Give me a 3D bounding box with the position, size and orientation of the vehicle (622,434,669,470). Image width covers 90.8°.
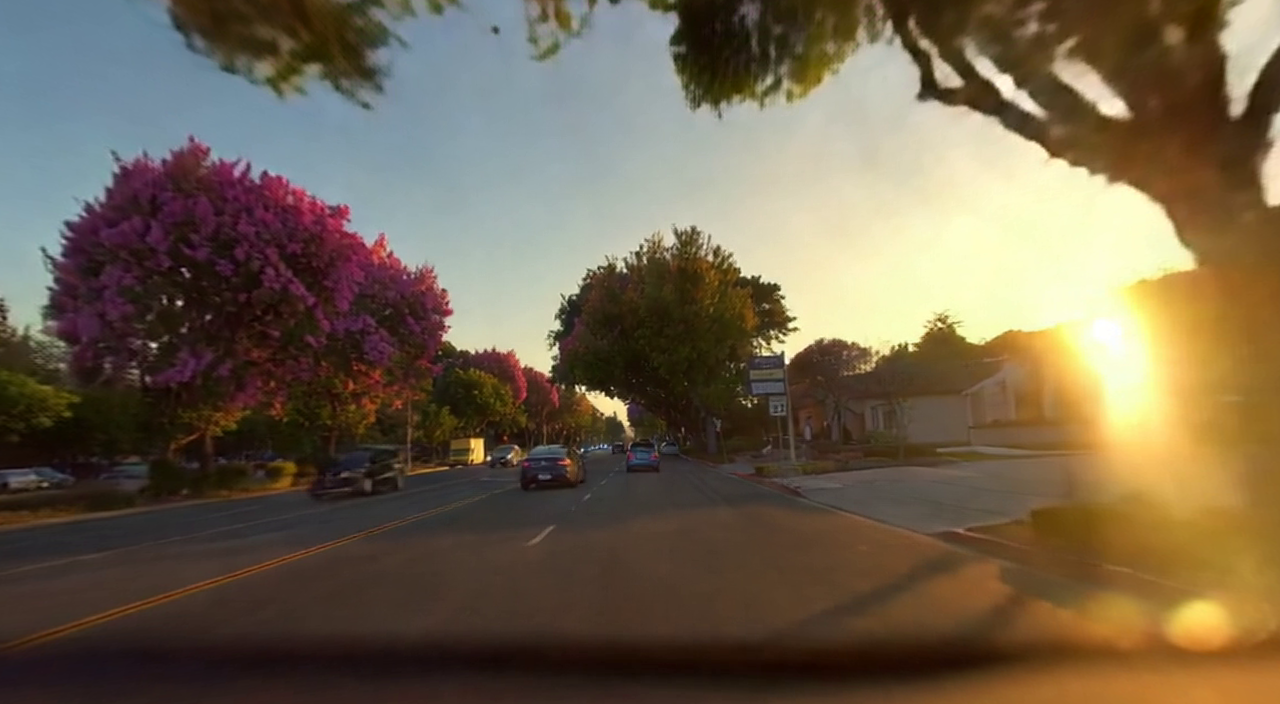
[{"bbox_3d":[0.228,5.391,34.101,2.376,1.801,4.317,0,-8,-1],"label":"vehicle"}]

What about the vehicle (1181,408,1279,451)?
[{"bbox_3d":[23.088,2.886,23.218,1.987,1.465,4.819,0,-8,-2],"label":"vehicle"}]

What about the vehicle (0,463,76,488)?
[{"bbox_3d":[-42.257,8.602,44.052,4.089,1.565,1.759,0,-8,0],"label":"vehicle"}]

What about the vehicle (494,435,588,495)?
[{"bbox_3d":[-2.914,3.439,19.562,2.167,1.634,4.220,0,-8,1],"label":"vehicle"}]

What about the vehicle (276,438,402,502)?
[{"bbox_3d":[-9.533,3.737,20.452,2.028,1.825,4.208,0,-8,-1],"label":"vehicle"}]
